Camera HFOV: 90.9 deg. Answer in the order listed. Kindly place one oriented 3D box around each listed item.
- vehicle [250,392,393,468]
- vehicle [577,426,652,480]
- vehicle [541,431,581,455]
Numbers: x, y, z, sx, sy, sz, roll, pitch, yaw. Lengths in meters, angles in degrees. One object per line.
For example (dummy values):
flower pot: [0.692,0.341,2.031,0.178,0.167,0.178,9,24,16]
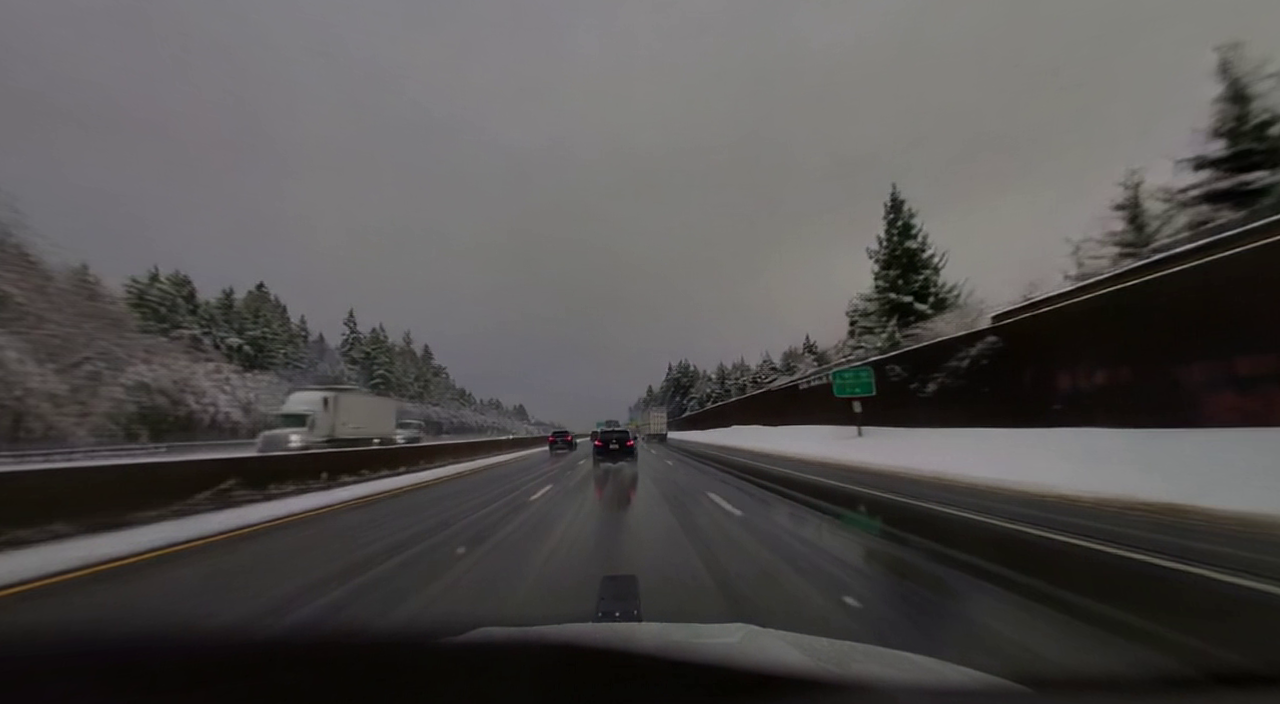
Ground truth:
vehicle: [-17.429,4.467,35.639,2.979,3.672,9.989,0,-8,-1]
vehicle: [-0.730,3.038,19.236,2.044,1.477,3.693,0,-8,-1]
vehicle: [-5.032,5.864,40.759,2.022,1.440,4.491,0,-8,-1]
